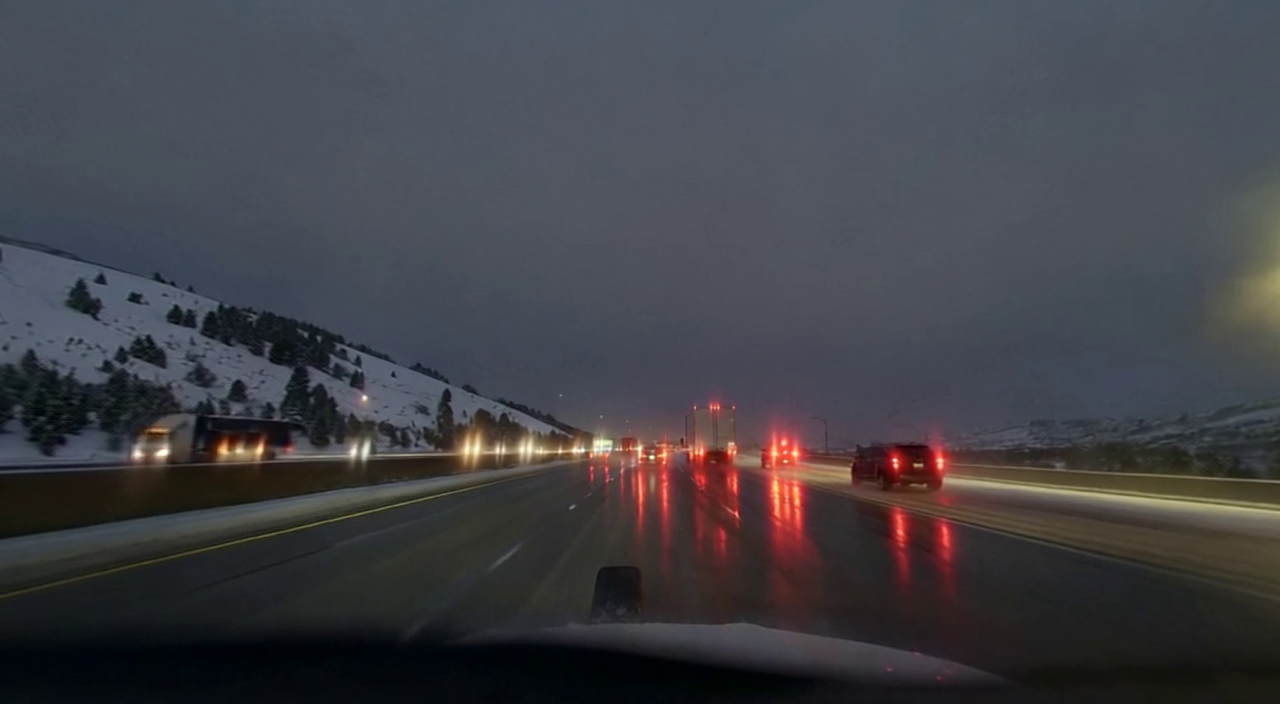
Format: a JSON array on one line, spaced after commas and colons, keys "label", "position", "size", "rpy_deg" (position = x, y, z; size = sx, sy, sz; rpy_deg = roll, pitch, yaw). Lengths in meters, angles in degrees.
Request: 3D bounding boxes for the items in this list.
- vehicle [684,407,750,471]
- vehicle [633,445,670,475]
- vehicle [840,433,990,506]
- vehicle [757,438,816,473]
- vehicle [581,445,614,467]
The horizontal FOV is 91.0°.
[{"label": "vehicle", "position": [4.769, 5.768, 41.400], "size": [3.130, 3.607, 11.129], "rpy_deg": [0, -9, 1]}, {"label": "vehicle", "position": [0.611, 5.774, 33.921], "size": [1.866, 1.492, 3.932], "rpy_deg": [0, -9, 1]}, {"label": "vehicle", "position": [7.133, 3.089, 16.975], "size": [2.044, 1.676, 4.421], "rpy_deg": [0, -9, 0]}, {"label": "vehicle", "position": [7.998, 5.688, 34.849], "size": [2.143, 1.775, 4.729], "rpy_deg": [0, -9, 0]}, {"label": "vehicle", "position": [-3.108, 7.719, 46.809], "size": [2.132, 1.506, 4.256], "rpy_deg": [0, -9, 0]}]
